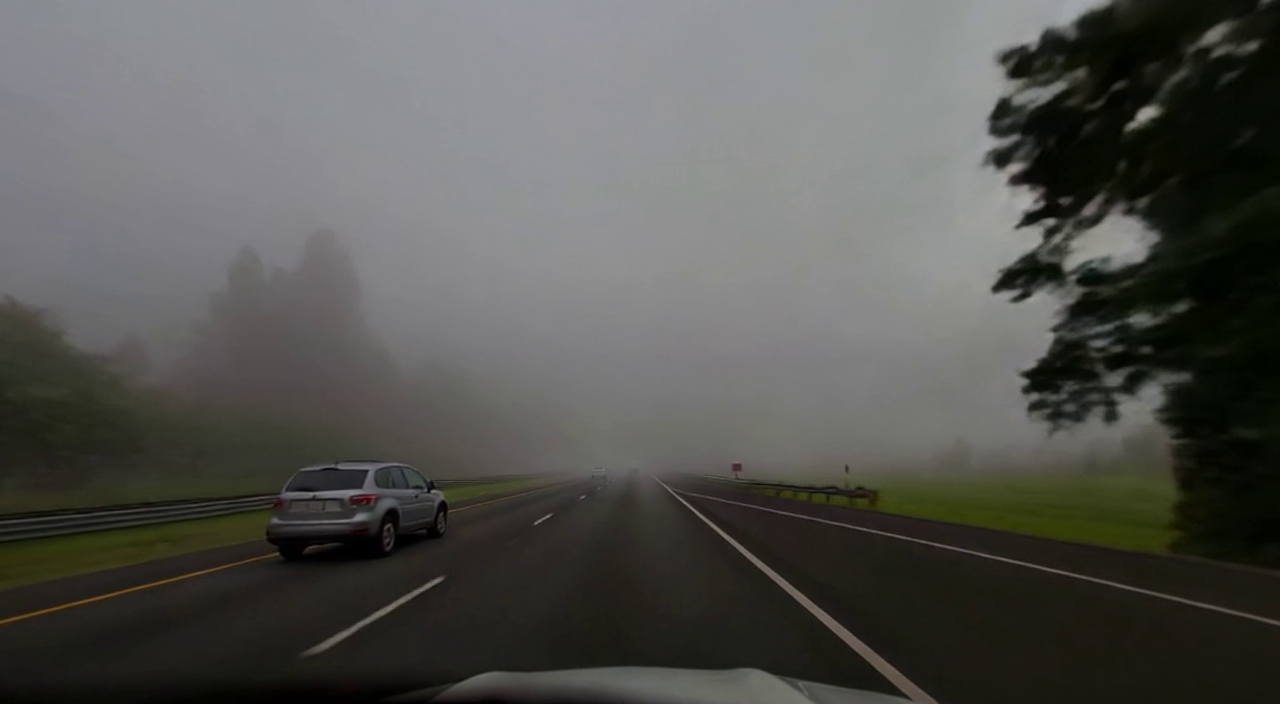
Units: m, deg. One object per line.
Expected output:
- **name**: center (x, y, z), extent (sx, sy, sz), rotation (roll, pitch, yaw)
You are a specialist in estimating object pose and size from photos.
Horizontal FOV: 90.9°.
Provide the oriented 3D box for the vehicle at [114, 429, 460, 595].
- **vehicle**: center (-4.165, 2.022, 8.681), extent (1.928, 1.593, 4.871), rotation (1, -10, 0)
